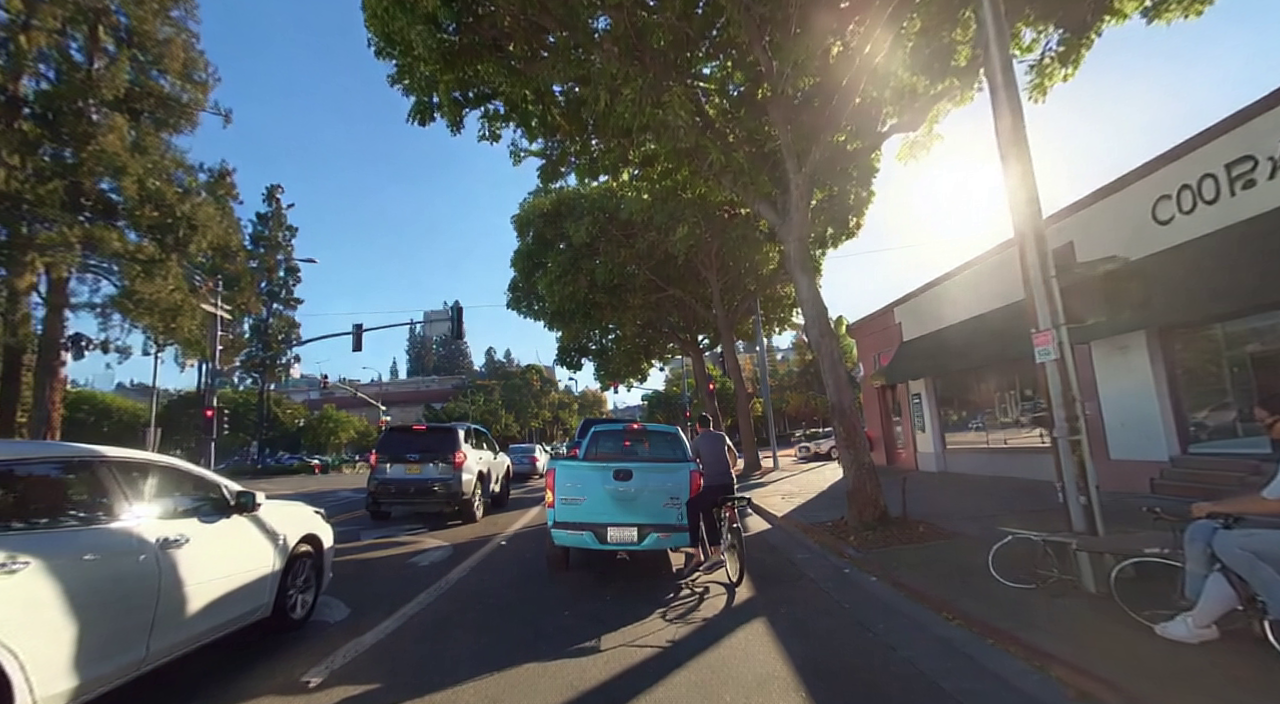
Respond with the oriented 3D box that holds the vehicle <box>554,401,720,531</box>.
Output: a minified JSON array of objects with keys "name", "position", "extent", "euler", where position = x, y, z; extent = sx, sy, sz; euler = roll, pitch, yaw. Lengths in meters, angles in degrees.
[{"name":"vehicle","position":[-0.099,2.051,11.844],"extent":[2.426,1.882,5.027],"euler":[0,-9,-1]}]

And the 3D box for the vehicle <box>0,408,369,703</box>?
[{"name":"vehicle","position":[-3.562,1.154,3.685],"extent":[2.064,1.486,4.140],"euler":[0,-9,1]}]

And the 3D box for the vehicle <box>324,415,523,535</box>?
[{"name":"vehicle","position":[-3.616,2.164,11.632],"extent":[2.046,1.750,4.452],"euler":[0,-9,0]}]
